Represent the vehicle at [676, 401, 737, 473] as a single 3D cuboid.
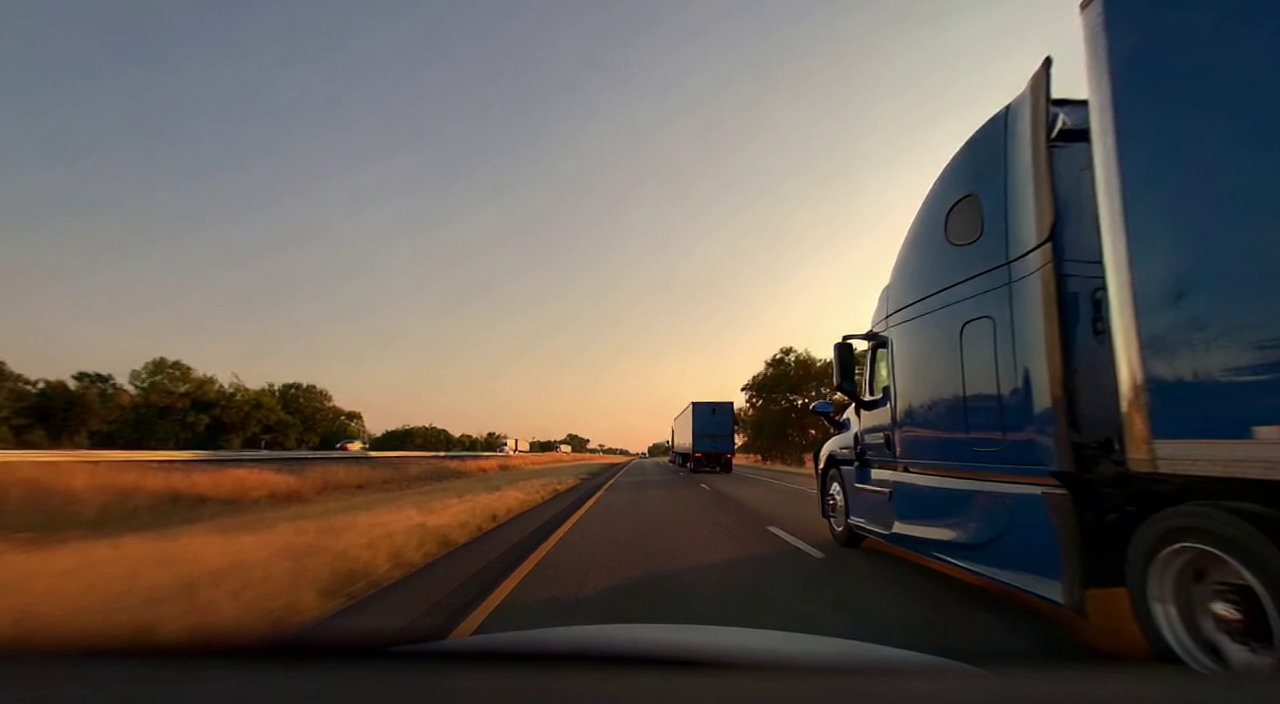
[{"bbox_3d":[4.303,5.971,43.599,2.818,4.206,12.987,0,-9,0],"label":"vehicle"}]
